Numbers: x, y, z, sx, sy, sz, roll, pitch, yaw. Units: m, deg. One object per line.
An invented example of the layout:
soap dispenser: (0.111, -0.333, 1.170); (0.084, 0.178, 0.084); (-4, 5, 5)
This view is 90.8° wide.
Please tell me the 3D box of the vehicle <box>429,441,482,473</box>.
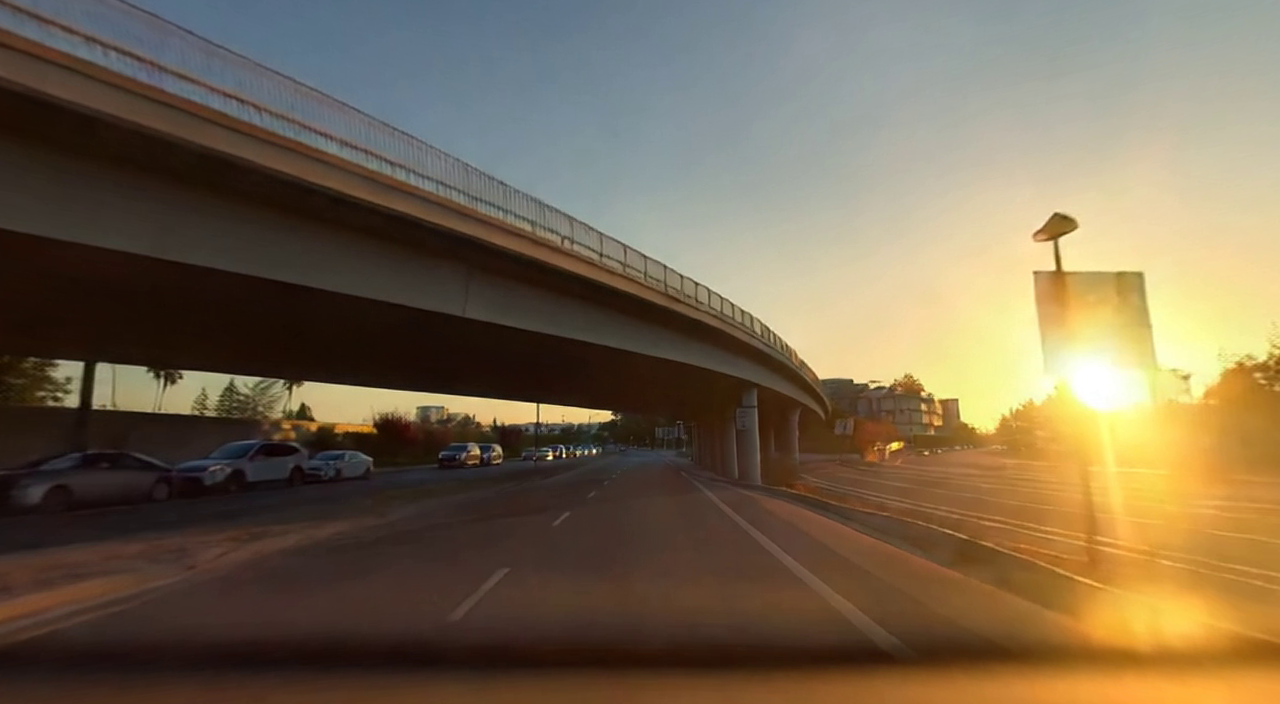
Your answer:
vehicle: (-12.815, 7.311, 44.247); (2.136, 2.016, 5.354); (2, -9, -1)

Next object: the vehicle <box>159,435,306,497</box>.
vehicle: (-13.533, 3.784, 21.383); (1.886, 1.801, 4.337); (2, -8, 3)

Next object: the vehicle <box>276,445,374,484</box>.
vehicle: (-13.513, 4.900, 27.449); (1.847, 1.498, 4.368); (1, -10, 2)

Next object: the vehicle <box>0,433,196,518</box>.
vehicle: (-13.376, 2.888, 15.367); (1.903, 1.703, 4.346); (2, -9, 0)
